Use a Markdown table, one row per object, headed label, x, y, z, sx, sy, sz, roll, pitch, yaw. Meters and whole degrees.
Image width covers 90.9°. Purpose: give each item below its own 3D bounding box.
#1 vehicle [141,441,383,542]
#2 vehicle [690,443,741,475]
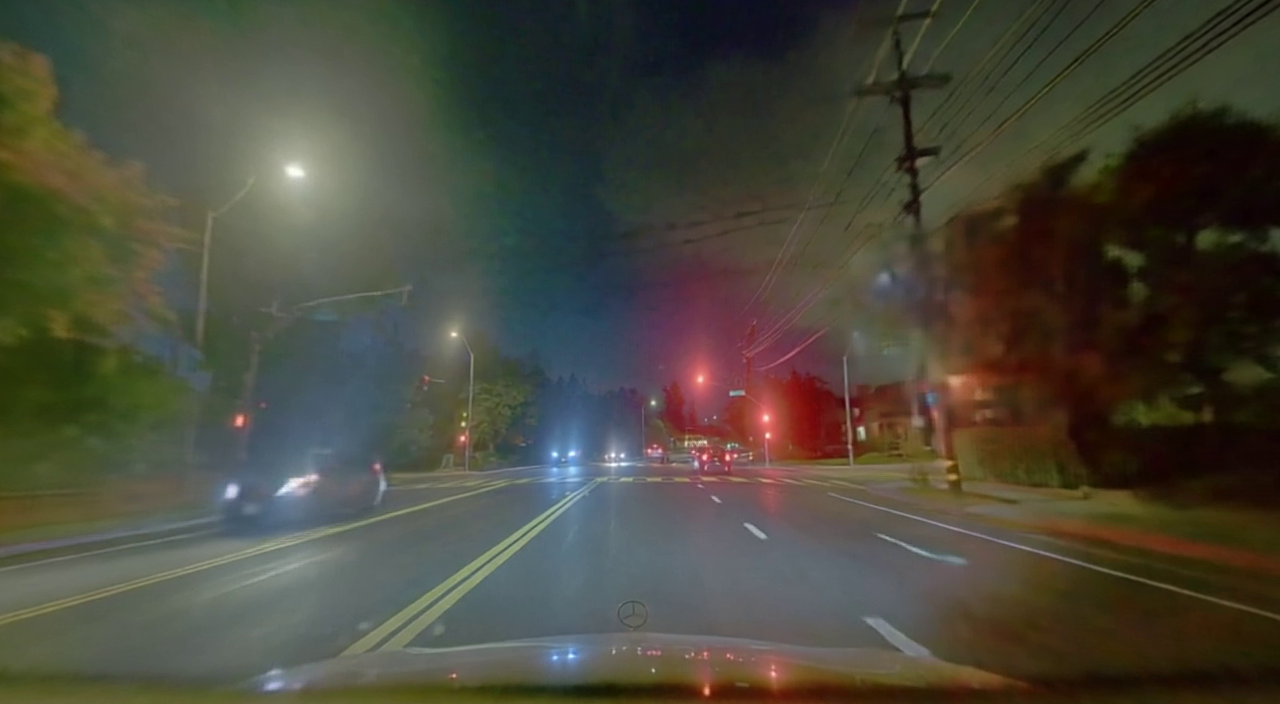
| label | x | y | z | sx | sy | sz | roll | pitch | yaw |
| --- | --- | --- | --- | --- | --- | --- | --- | --- | --- |
| vehicle | -7.263 | 2.671 | 12.853 | 2.126 | 1.645 | 4.493 | 0 | -8 | 0 |
| vehicle | 3.708 | 5.310 | 31.638 | 1.951 | 1.479 | 4.487 | 0 | -8 | 0 |
